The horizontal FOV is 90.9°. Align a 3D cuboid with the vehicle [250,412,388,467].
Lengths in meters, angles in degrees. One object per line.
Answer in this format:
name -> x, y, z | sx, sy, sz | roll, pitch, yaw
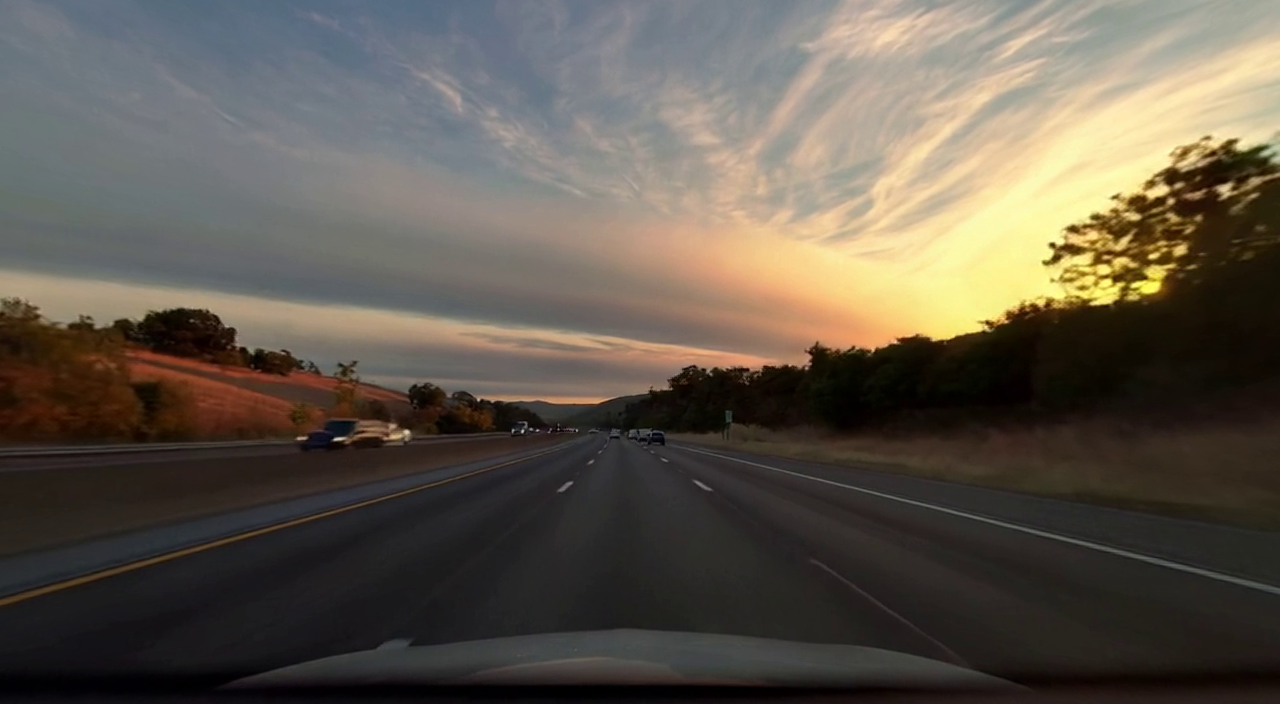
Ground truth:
vehicle -> -12.529, 3.499, 25.278 | 2.572, 1.914, 5.882 | 0, -8, -2
